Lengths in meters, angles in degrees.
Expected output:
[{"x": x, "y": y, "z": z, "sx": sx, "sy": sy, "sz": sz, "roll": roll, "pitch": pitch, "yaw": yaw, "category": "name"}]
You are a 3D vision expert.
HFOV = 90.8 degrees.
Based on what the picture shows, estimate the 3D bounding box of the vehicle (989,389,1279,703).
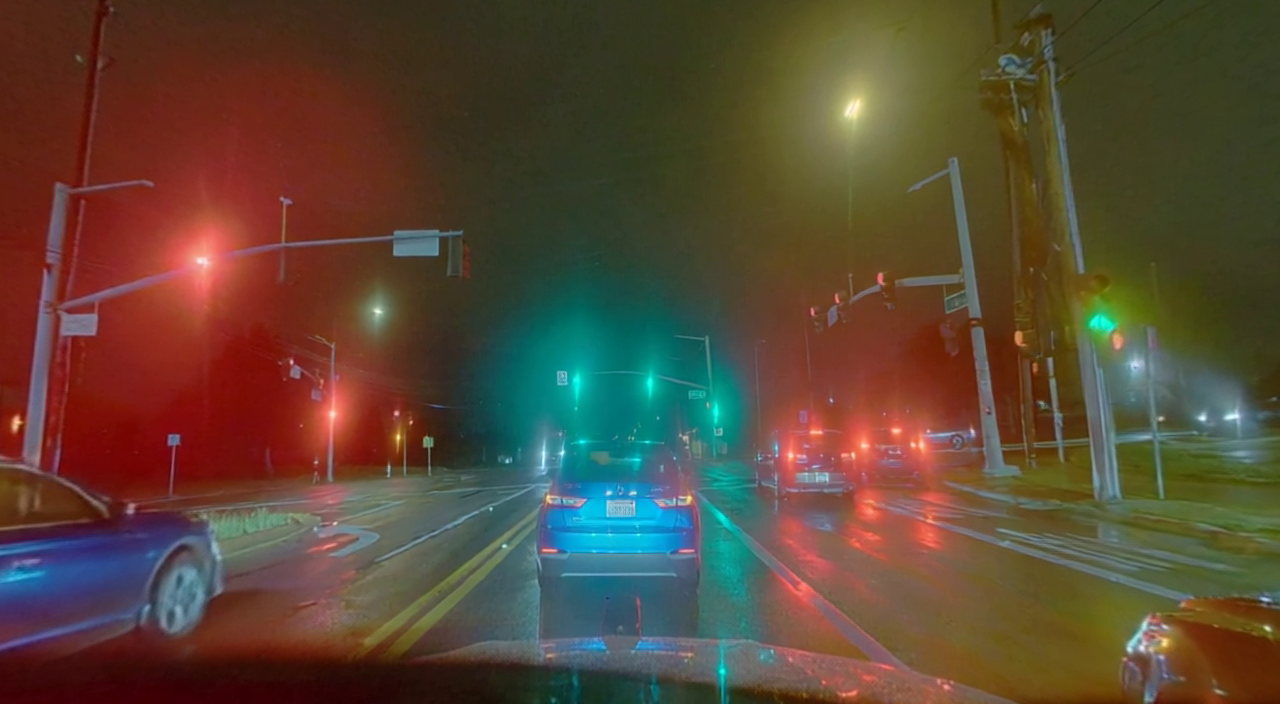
[{"x": 2.929, "y": 0.833, "z": 1.710, "sx": 1.860, "sy": 1.494, "sz": 3.707, "roll": 0, "pitch": -8, "yaw": 1, "category": "vehicle"}]

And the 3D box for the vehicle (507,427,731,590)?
[{"x": -0.224, "y": 1.758, "z": 8.000, "sx": 2.061, "sy": 1.485, "sz": 4.196, "roll": 0, "pitch": -8, "yaw": -1, "category": "vehicle"}]

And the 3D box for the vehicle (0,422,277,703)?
[{"x": -4.380, "y": 1.149, "z": 3.502, "sx": 2.106, "sy": 1.492, "sz": 4.312, "roll": 0, "pitch": -8, "yaw": 1, "category": "vehicle"}]

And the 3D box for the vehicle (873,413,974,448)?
[{"x": 15.178, "y": 4.239, "z": 33.996, "sx": 4.431, "sy": 1.555, "sz": 1.886, "roll": -4, "pitch": -9, "yaw": 2, "category": "vehicle"}]
